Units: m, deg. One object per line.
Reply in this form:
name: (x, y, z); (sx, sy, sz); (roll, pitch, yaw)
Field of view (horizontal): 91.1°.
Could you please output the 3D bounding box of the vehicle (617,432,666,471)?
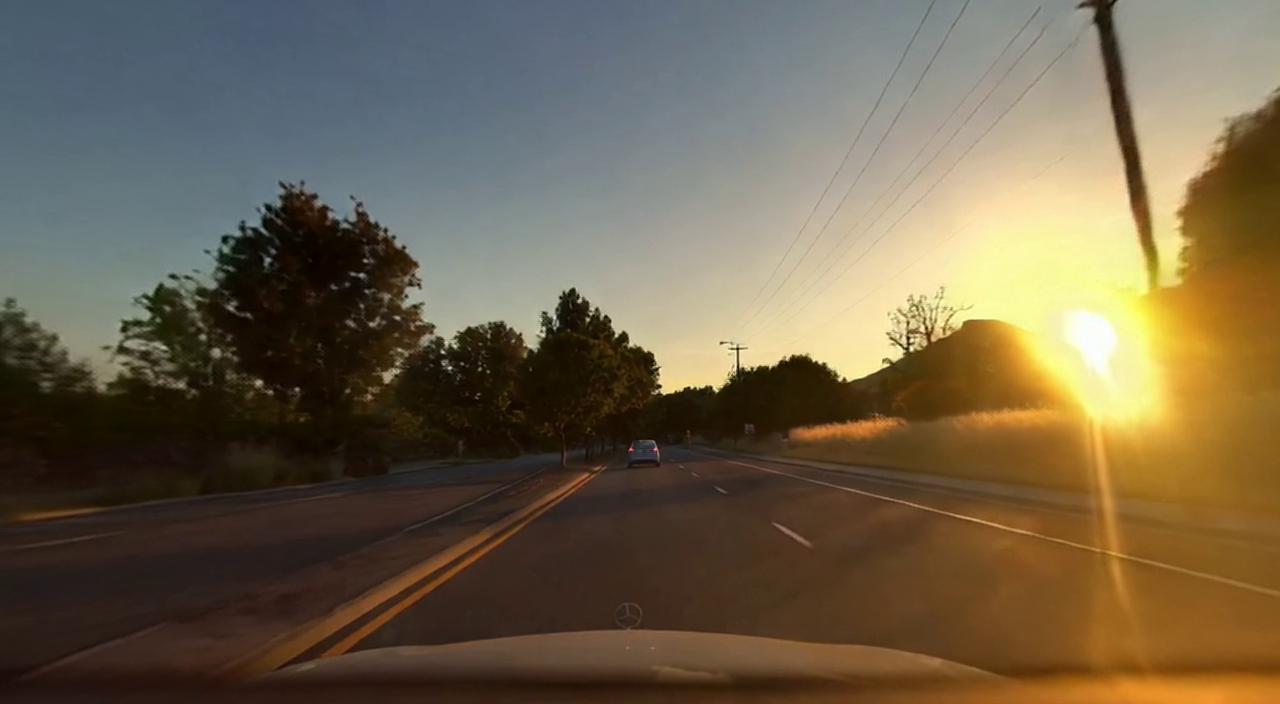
vehicle: (0.077, 4.855, 30.777); (2.256, 1.734, 4.176); (0, -9, 0)
